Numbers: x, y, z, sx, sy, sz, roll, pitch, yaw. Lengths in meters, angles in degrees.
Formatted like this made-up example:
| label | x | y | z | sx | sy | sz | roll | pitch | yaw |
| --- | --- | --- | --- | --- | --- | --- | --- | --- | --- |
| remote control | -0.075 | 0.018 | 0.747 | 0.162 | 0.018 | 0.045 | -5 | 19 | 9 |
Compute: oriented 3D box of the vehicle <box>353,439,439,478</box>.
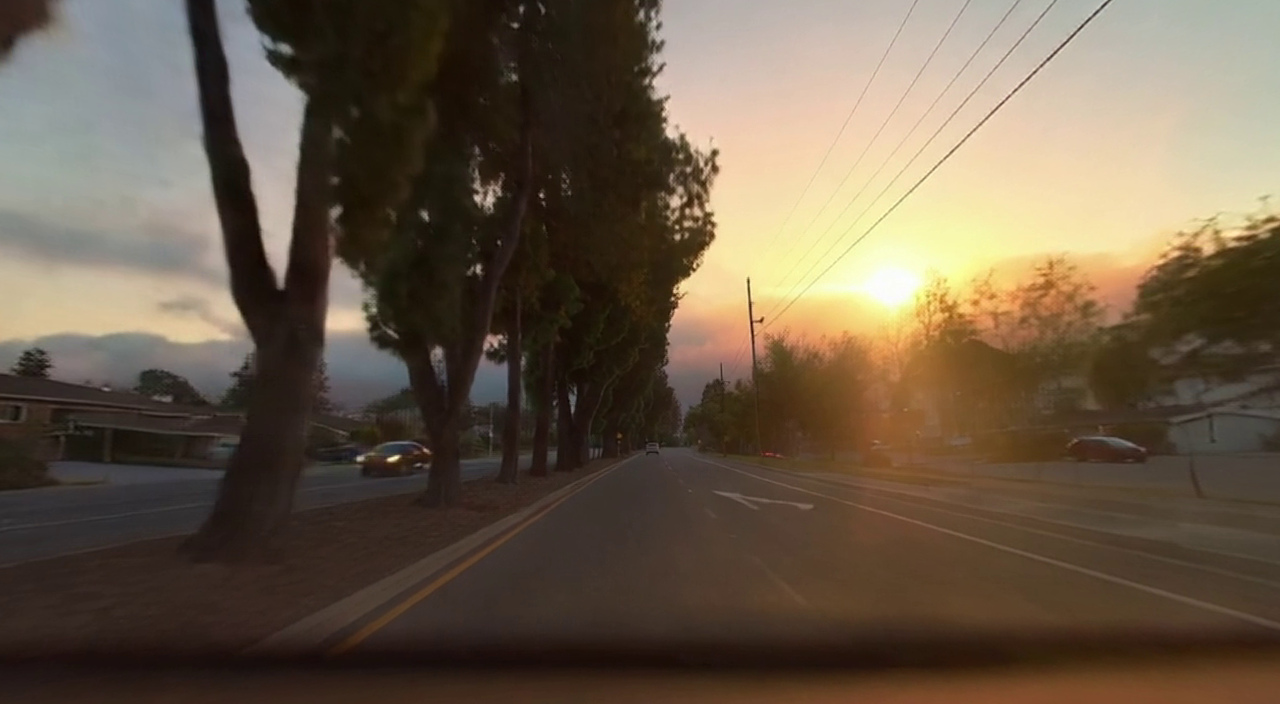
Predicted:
| label | x | y | z | sx | sy | sz | roll | pitch | yaw |
| --- | --- | --- | --- | --- | --- | --- | --- | --- | --- |
| vehicle | -12.217 | 5.356 | 32.072 | 2.134 | 1.782 | 4.916 | -1 | -8 | 4 |

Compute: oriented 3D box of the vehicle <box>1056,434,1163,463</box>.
| label | x | y | z | sx | sy | sz | roll | pitch | yaw |
| --- | --- | --- | --- | --- | --- | --- | --- | --- | --- |
| vehicle | 26.584 | 5.448 | 35.859 | 4.580 | 1.598 | 2.010 | 1 | -8 | -5 |
